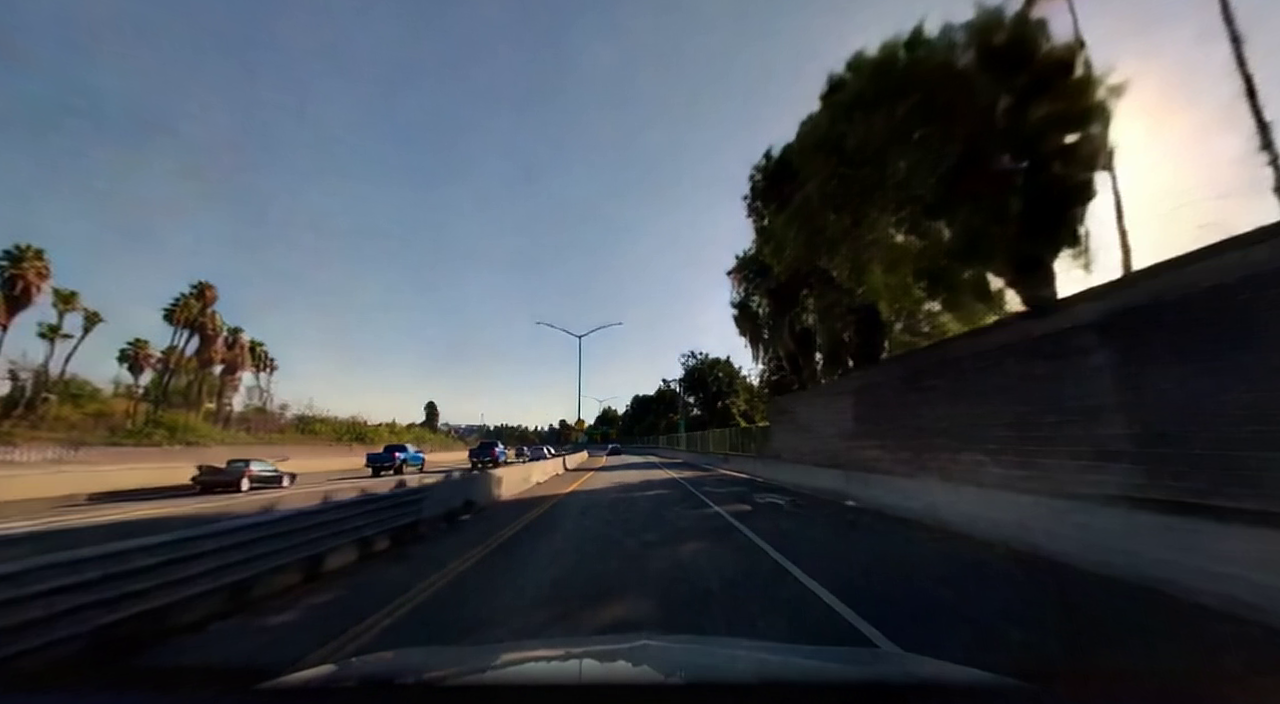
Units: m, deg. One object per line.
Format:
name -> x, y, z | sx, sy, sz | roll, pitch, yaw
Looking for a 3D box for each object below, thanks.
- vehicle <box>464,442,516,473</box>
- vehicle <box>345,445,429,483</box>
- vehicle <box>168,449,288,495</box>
vehicle -> -10.536, 7.451, 44.765 | 2.342, 1.999, 5.594 | 0, -9, 0
vehicle -> -13.990, 6.210, 35.405 | 2.272, 1.882, 5.941 | 0, -9, 0
vehicle -> -18.041, 5.242, 27.980 | 2.078, 1.802, 4.723 | 0, -9, 0
